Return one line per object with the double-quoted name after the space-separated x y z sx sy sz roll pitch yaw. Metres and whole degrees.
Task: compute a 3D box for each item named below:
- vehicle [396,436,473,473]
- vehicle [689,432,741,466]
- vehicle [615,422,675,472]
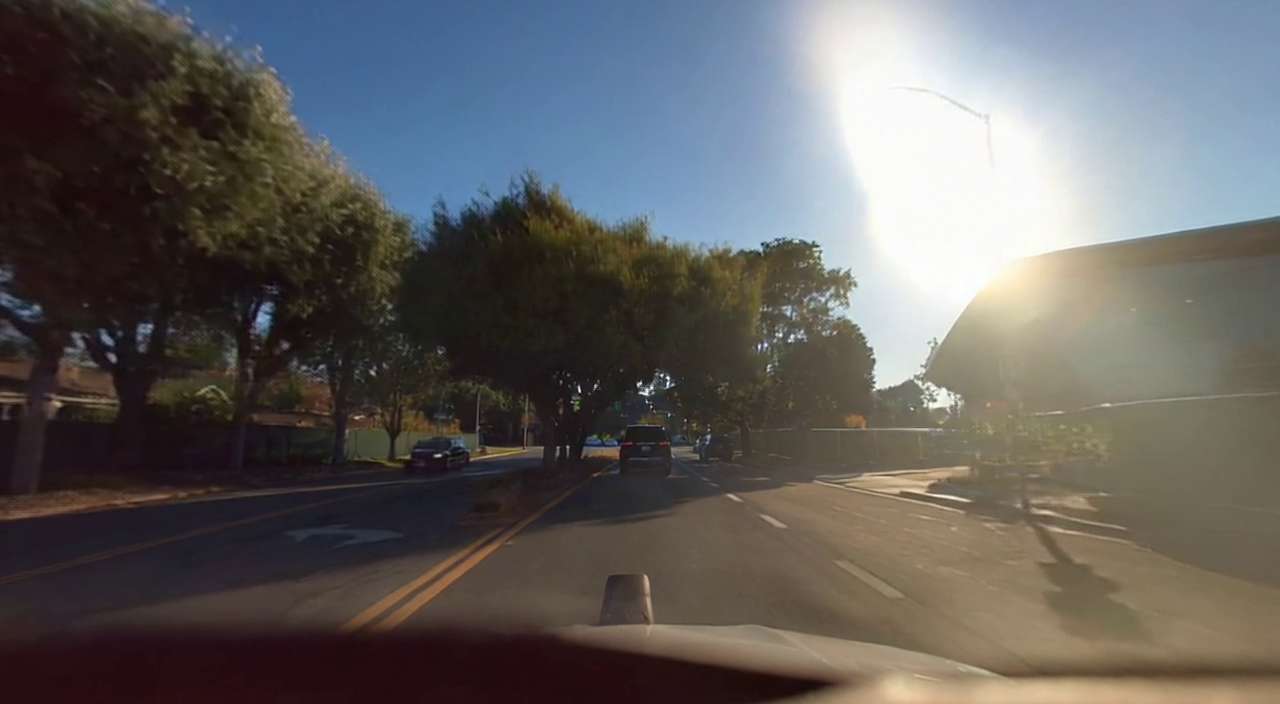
-8.997 4.528 28.101 2.028 1.502 4.646 0 -8 -2 "vehicle"
3.975 5.250 34.167 2.138 1.699 4.852 0 -8 -1 "vehicle"
0.228 4.043 26.938 2.386 1.947 4.168 -1 -8 1 "vehicle"
